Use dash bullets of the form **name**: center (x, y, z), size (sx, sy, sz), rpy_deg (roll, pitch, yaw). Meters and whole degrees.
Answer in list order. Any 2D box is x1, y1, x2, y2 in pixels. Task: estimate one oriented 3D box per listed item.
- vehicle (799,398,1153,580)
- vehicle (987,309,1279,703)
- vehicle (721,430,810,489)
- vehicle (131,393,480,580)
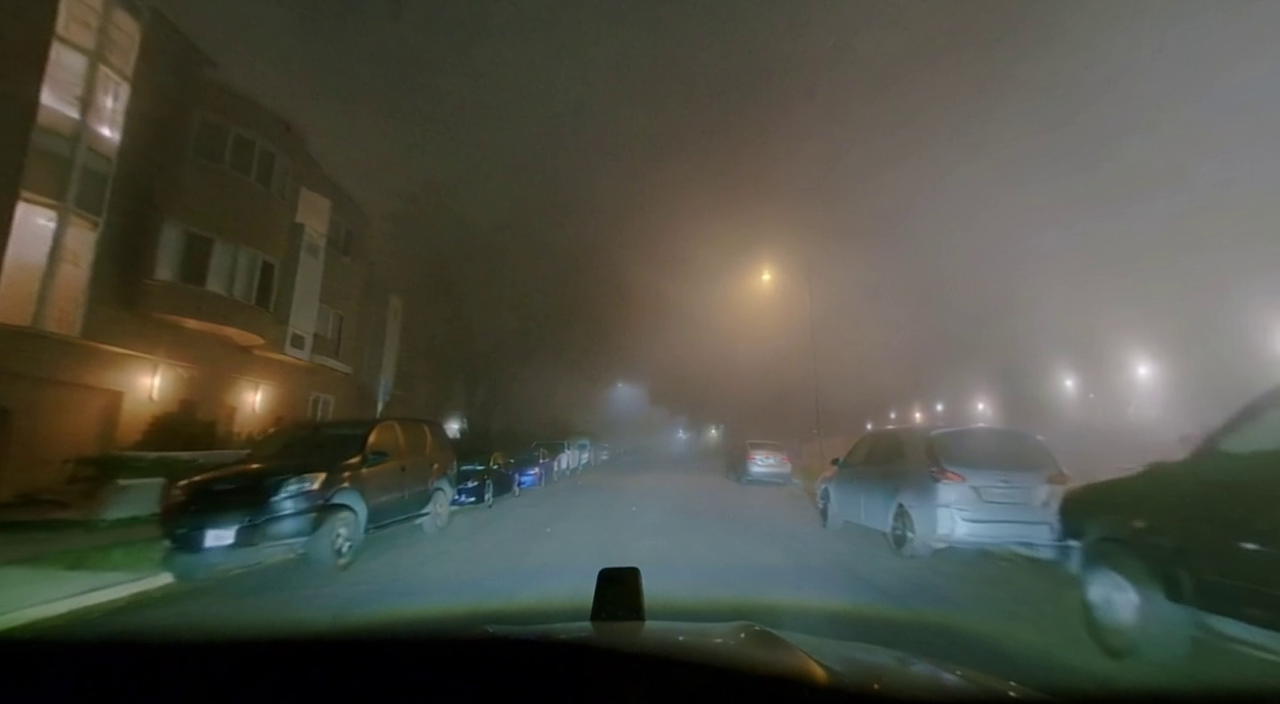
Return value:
- **vehicle**: center (4.071, 1.764, 9.010), size (2.214, 1.830, 4.997), rpy_deg (0, -8, -1)
- **vehicle**: center (3.923, 0.704, 2.324), size (1.995, 1.944, 5.400), rpy_deg (0, -8, -3)
- **vehicle**: center (4.480, 3.925, 23.407), size (2.306, 1.901, 4.908), rpy_deg (0, -8, 0)
- **vehicle**: center (-4.562, 1.952, 10.066), size (2.461, 2.145, 5.415), rpy_deg (-1, -8, 1)
